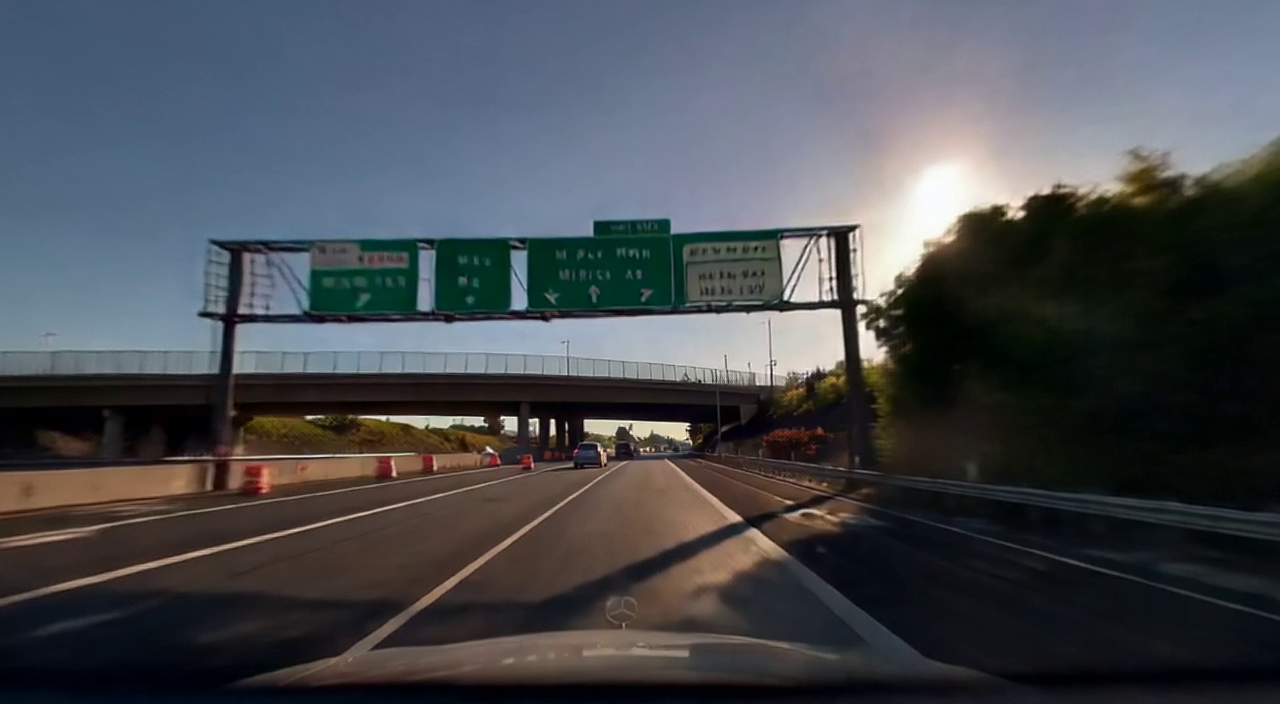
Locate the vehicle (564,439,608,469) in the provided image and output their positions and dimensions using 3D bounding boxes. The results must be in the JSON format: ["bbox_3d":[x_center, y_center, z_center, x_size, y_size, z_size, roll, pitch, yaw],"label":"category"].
[{"bbox_3d":[-3.041,5.865,36.274,2.078,1.629,4.059,0,-8,1],"label":"vehicle"}]
